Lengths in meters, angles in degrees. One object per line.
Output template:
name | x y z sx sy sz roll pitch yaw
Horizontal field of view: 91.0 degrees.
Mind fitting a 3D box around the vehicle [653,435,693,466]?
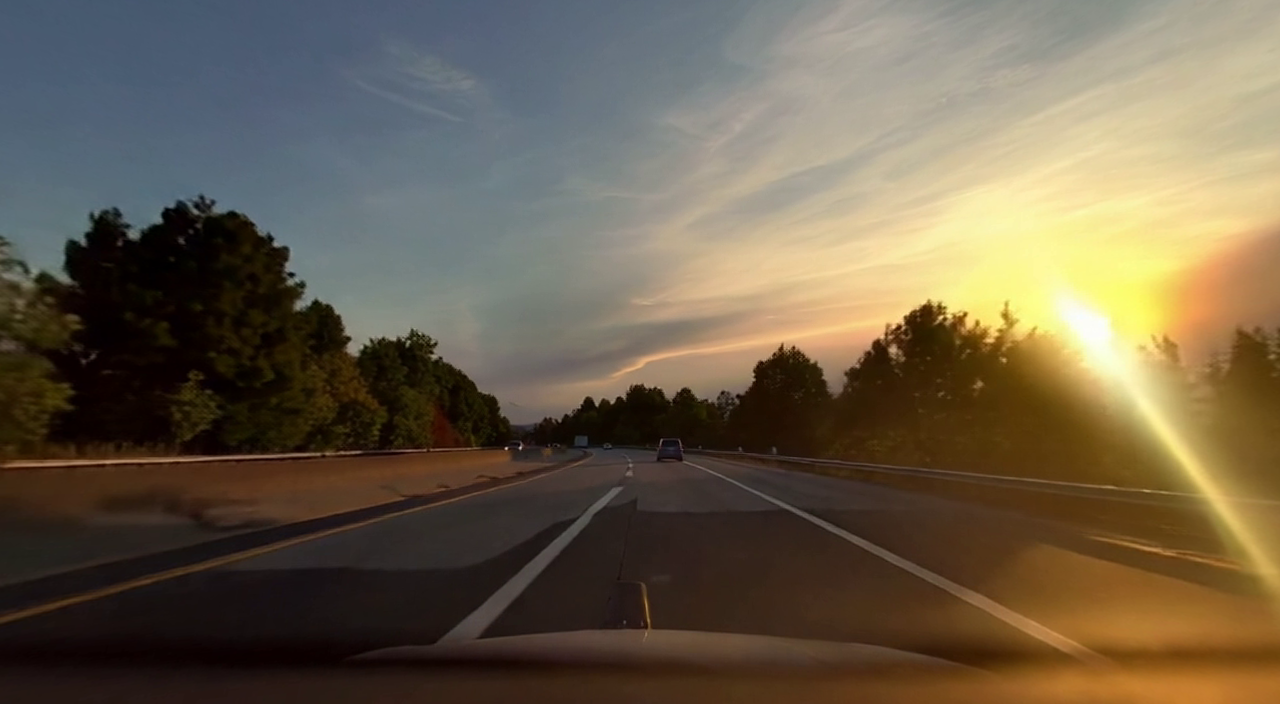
vehicle | 1.923 5.870 37.698 2.079 1.729 4.380 0 -8 -1
